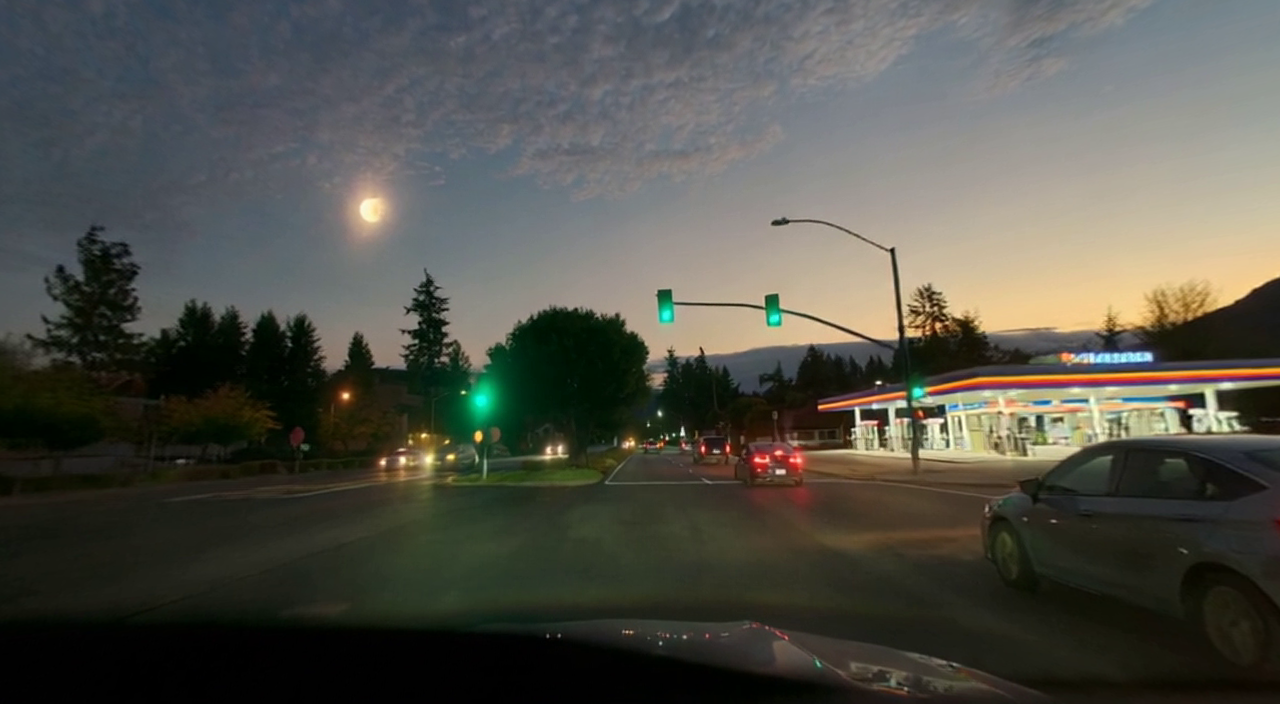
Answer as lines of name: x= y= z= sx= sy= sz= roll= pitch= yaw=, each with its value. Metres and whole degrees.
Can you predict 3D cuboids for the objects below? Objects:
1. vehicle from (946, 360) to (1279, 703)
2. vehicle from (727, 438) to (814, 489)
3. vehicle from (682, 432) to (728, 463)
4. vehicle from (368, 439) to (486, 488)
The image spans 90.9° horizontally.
vehicle: x=3.810 y=0.965 z=3.436 sx=1.875 sy=1.665 sz=4.931 roll=0 pitch=-8 yaw=1
vehicle: x=4.039 y=3.508 z=20.188 sx=1.871 sy=1.442 sz=4.122 roll=0 pitch=-8 yaw=0
vehicle: x=4.412 y=6.660 z=43.874 sx=2.611 sy=1.983 sz=5.165 roll=0 pitch=-8 yaw=-1
vehicle: x=-8.102 y=4.250 z=24.589 sx=2.842 sy=1.476 sz=4.980 roll=-3 pitch=-7 yaw=1
